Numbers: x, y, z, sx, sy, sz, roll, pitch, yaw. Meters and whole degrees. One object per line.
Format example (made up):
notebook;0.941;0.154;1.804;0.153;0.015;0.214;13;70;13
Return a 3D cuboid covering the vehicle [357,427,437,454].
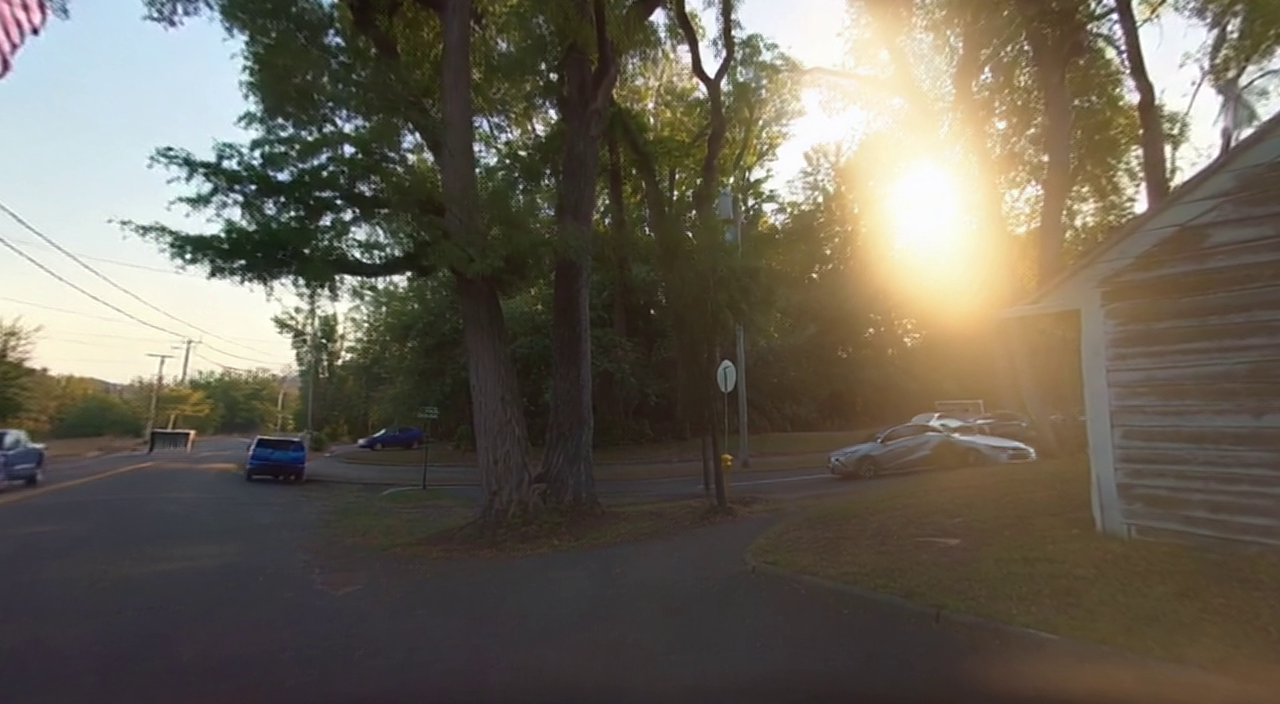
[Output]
vehicle;-16.630;6.068;43.311;4.767;1.735;1.920;5;-10;-31

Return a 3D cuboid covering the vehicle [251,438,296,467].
vehicle;-20.187;5.520;34.833;1.941;1.460;4.206;5;-10;-30
